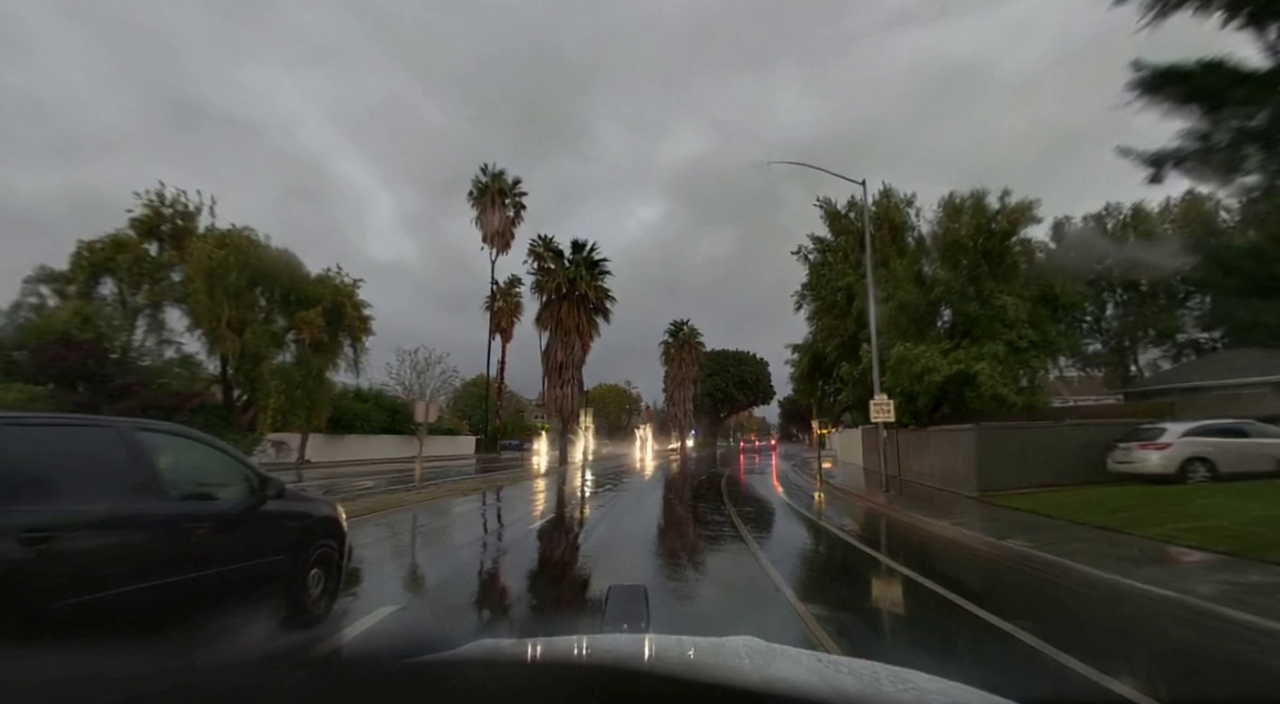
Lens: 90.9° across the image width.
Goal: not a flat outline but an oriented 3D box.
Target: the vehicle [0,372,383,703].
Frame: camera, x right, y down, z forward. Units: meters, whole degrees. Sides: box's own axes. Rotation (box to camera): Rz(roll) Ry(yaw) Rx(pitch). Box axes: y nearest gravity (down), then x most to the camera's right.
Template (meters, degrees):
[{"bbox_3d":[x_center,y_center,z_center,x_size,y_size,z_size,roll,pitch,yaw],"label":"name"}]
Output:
[{"bbox_3d":[-3.486,0.966,3.333,2.075,1.498,4.730,0,-9,3],"label":"vehicle"}]

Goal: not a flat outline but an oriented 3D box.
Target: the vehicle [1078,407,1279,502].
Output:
[{"bbox_3d":[12.220,2.099,13.040,4.620,1.782,2.139,0,-9,2],"label":"vehicle"}]
